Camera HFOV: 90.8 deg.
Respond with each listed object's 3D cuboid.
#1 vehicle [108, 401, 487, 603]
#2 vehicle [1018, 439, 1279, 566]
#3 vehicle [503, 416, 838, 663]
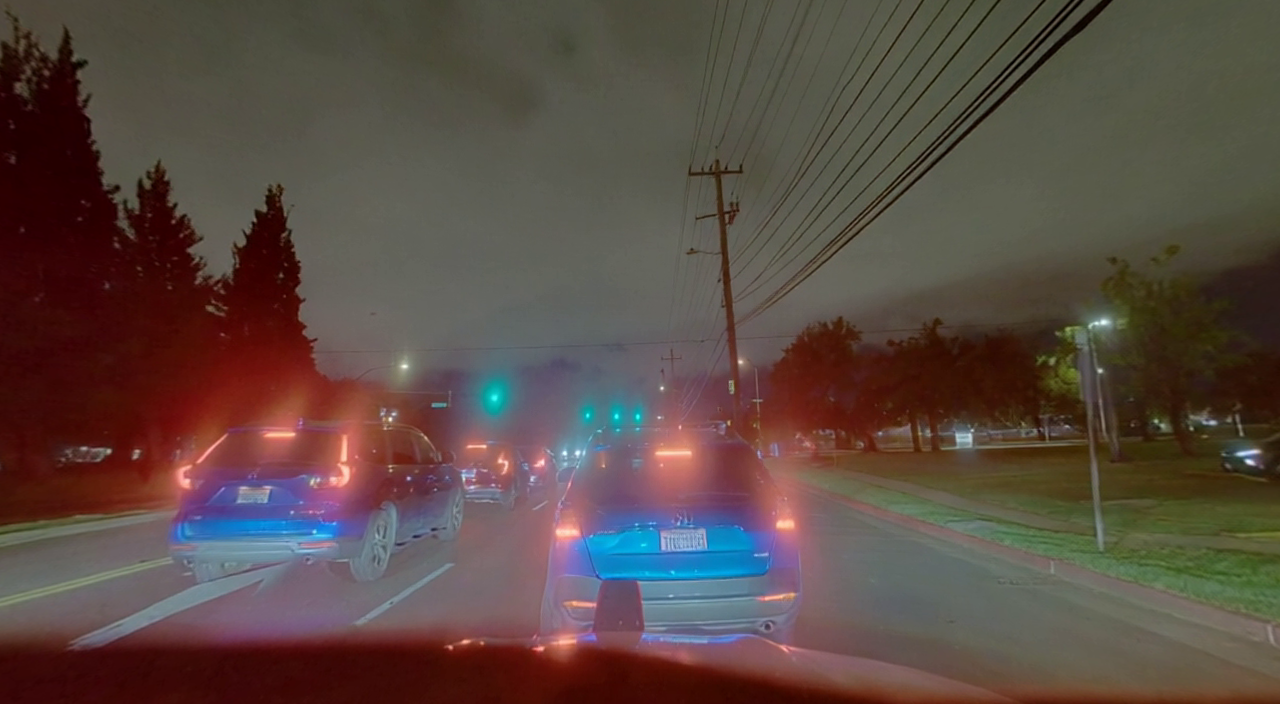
[{"bbox_3d":[-3.467,1.609,7.645,2.105,1.706,4.337,0,-9,0],"label":"vehicle"},{"bbox_3d":[8.389,2.155,9.938,1.993,1.508,4.521,0,-9,-1],"label":"vehicle"},{"bbox_3d":[0.121,1.446,5.957,2.056,1.487,4.003,0,-9,-2],"label":"vehicle"}]
